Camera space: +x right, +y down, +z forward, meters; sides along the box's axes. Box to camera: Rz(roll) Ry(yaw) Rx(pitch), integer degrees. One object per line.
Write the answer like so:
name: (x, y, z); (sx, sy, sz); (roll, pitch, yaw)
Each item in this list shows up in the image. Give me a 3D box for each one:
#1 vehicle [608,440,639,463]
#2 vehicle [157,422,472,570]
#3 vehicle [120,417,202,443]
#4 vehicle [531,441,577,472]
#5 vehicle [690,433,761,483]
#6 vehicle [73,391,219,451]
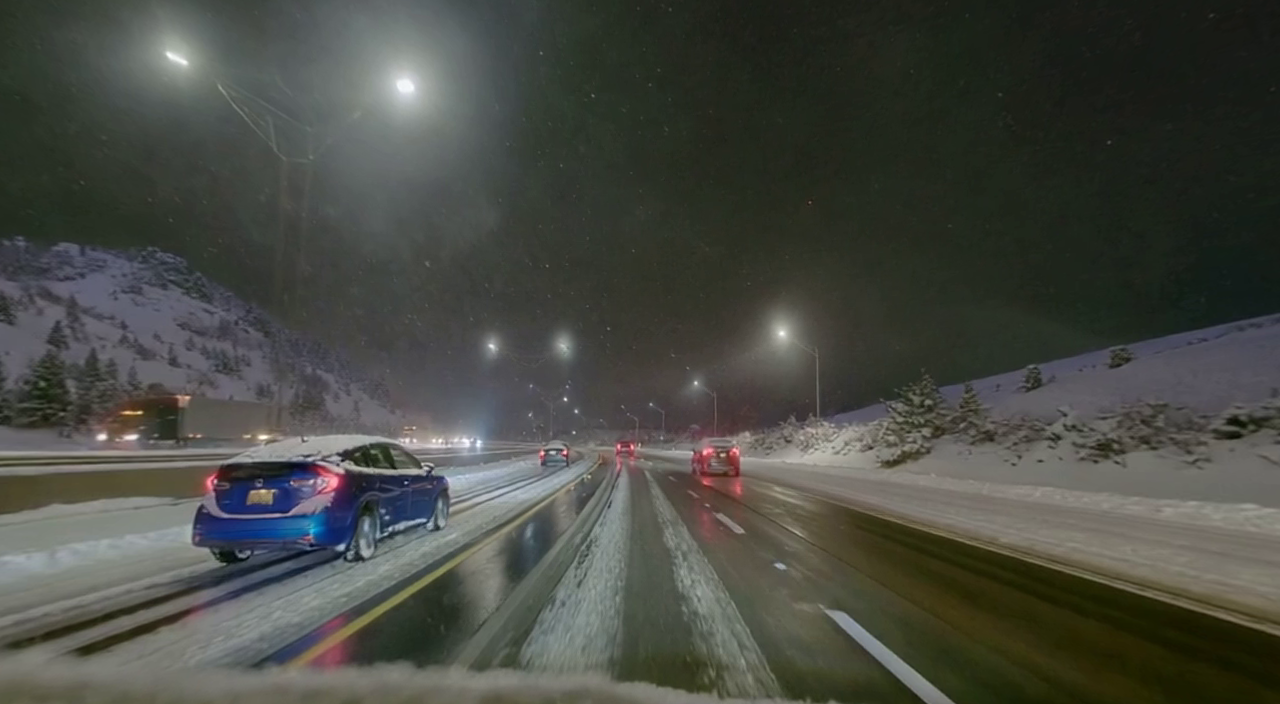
vehicle: (-1.177, 7.248, 45.899); (2.147, 1.572, 4.094); (0, -9, 0)
vehicle: (-3.949, 1.815, 8.699); (1.993, 1.500, 4.248); (0, -9, 1)
vehicle: (-31.587, 5.203, 41.711); (1.787, 1.529, 4.656); (1, -9, 0)
vehicle: (-4.325, 5.356, 32.358); (1.796, 1.464, 3.839); (0, -9, 0)
vehicle: (3.344, 4.282, 25.627); (2.222, 1.820, 4.733); (0, -9, 0)
vehicle: (-36.256, 5.282, 46.947); (3.054, 3.912, 9.656); (1, -8, -1)
